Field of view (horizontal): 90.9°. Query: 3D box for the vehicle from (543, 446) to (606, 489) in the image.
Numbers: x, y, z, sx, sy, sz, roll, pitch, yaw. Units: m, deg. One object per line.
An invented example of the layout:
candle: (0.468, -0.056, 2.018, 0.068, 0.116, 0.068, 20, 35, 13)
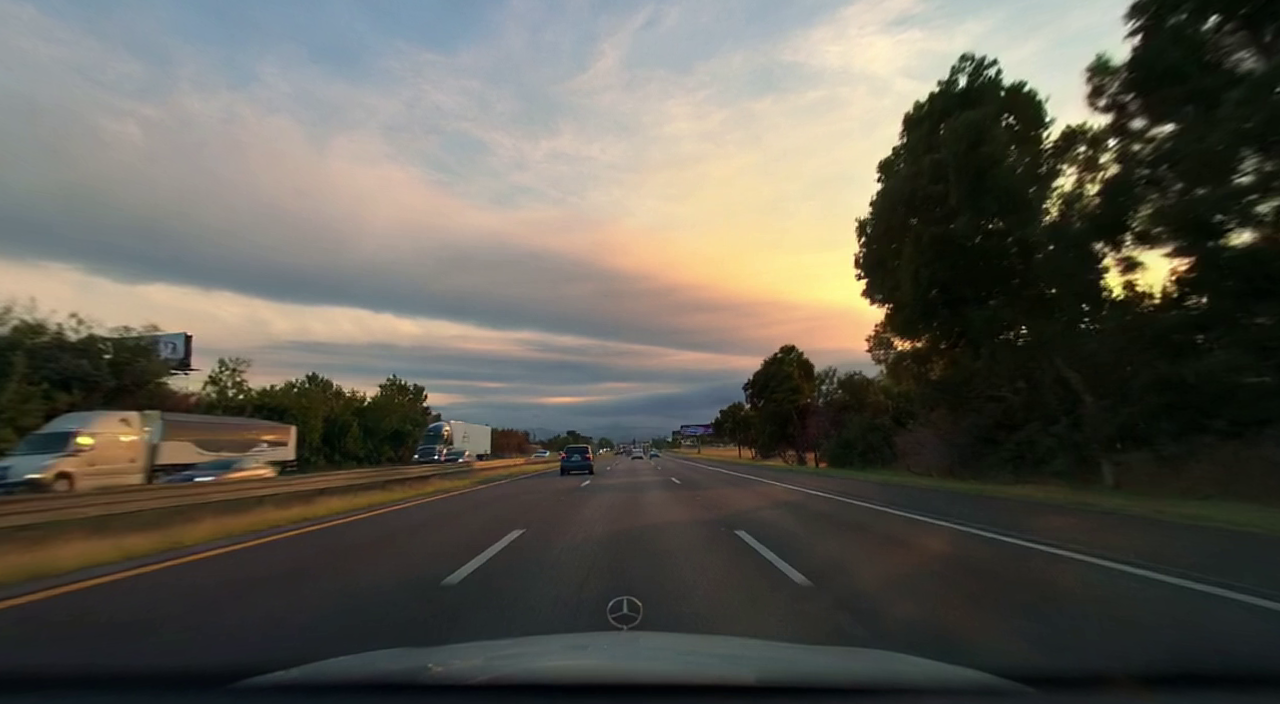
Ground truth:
vehicle: (-2.441, 4.429, 24.513, 1.916, 1.494, 4.335, 0, -9, 1)

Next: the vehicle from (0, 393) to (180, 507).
vehicle: (-22.745, 3.943, 25.477, 3.087, 3.948, 6.786, 0, -9, -2)
